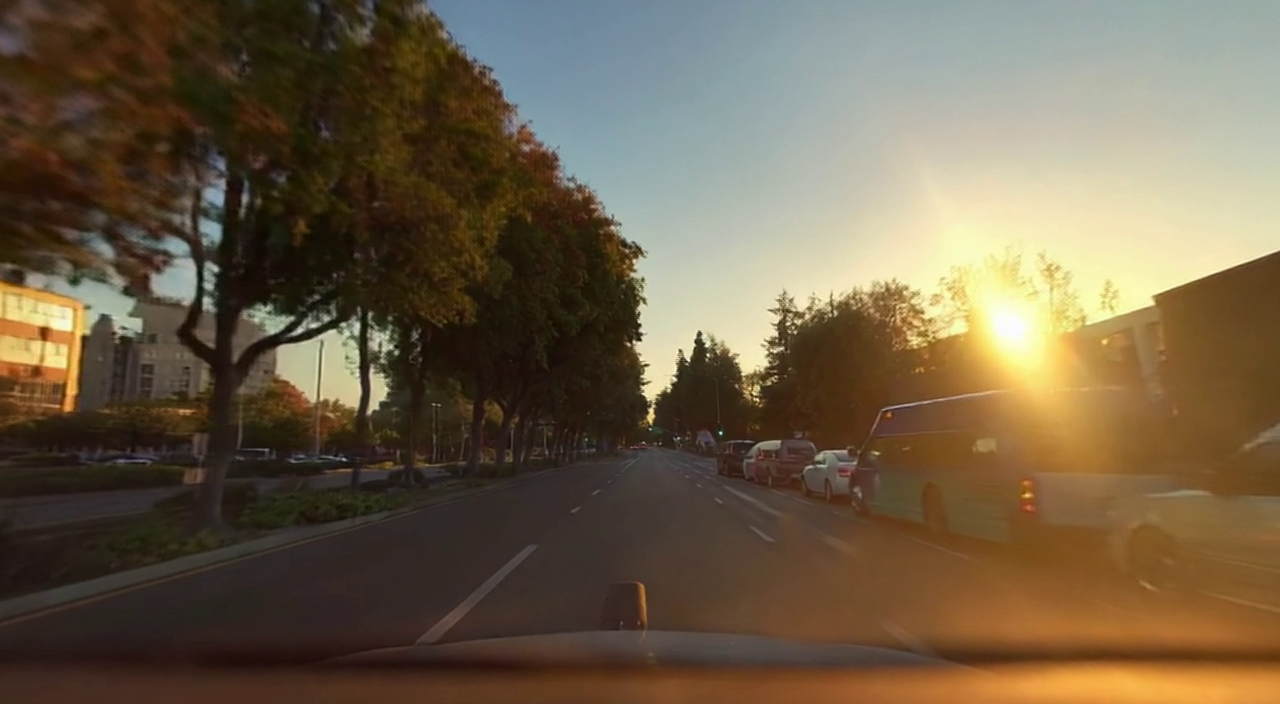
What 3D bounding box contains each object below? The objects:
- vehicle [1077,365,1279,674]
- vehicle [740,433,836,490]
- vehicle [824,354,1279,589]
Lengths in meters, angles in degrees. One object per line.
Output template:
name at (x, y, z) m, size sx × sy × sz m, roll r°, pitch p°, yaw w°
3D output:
vehicle at (4.826, 0.850, 2.898) m, size 2.304 × 1.760 × 4.630 m, roll 0°, pitch -8°, yaw 0°
vehicle at (4.810, 3.626, 21.260) m, size 2.028 × 1.660 × 4.705 m, roll 0°, pitch -8°, yaw -1°
vehicle at (4.680, 1.536, 8.916) m, size 2.351 × 2.125 × 6.230 m, roll -1°, pitch -8°, yaw 1°
